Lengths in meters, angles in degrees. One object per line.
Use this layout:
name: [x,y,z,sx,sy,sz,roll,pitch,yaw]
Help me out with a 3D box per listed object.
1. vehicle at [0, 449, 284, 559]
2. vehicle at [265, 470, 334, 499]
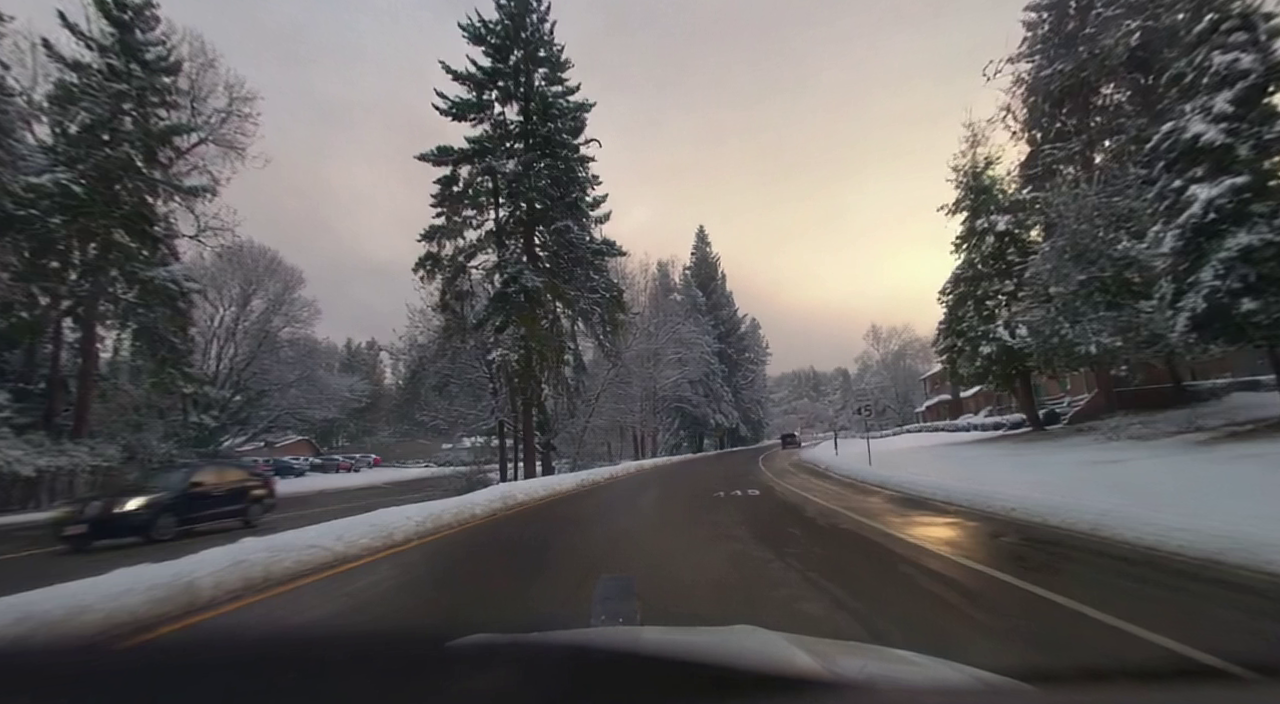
vehicle: [-9.162,2.666,11.925,1.995,1.639,4.313,-1,-9,7]
vehicle: [-23.829,9.272,44.397,1.911,1.583,4.279,-8,-10,12]
